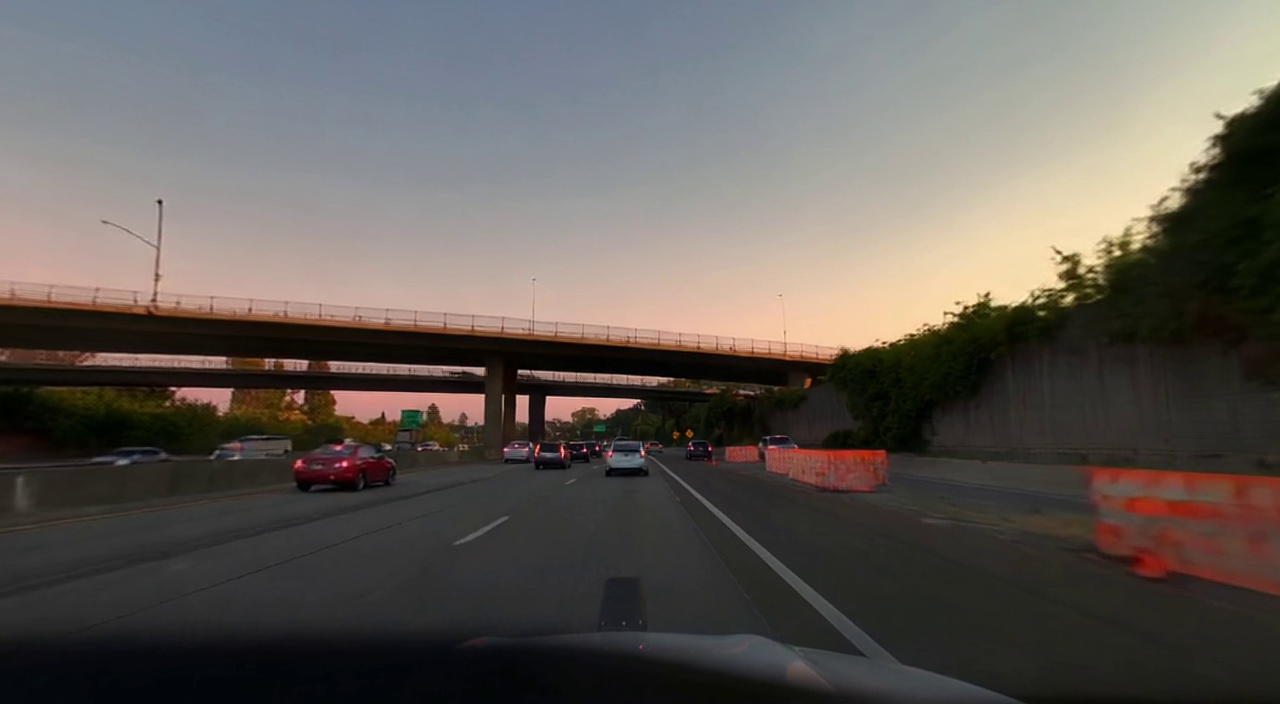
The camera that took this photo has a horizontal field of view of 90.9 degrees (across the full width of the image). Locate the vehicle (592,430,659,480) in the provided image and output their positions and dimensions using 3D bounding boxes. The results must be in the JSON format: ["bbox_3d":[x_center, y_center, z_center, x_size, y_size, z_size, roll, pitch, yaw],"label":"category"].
[{"bbox_3d":[-0.499,3.819,23.616,2.270,1.696,4.061,0,-8,0],"label":"vehicle"}]

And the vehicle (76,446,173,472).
[{"bbox_3d":[-38.023,7.872,46.783,2.189,1.778,5.746,0,-8,1],"label":"vehicle"}]

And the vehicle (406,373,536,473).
[{"bbox_3d":[-7.471,3.542,29.992,2.959,3.886,10.574,0,-8,2],"label":"vehicle"}]

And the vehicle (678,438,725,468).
[{"bbox_3d":[3.198,5.352,33.530,2.003,1.465,4.092,0,-8,-1],"label":"vehicle"}]

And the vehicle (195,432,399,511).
[{"bbox_3d":[-7.502,2.634,14.510,1.948,1.494,4.749,0,-8,1],"label":"vehicle"}]

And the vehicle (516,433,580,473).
[{"bbox_3d":[-4.040,4.537,28.492,2.124,1.639,4.344,0,-8,2],"label":"vehicle"}]
